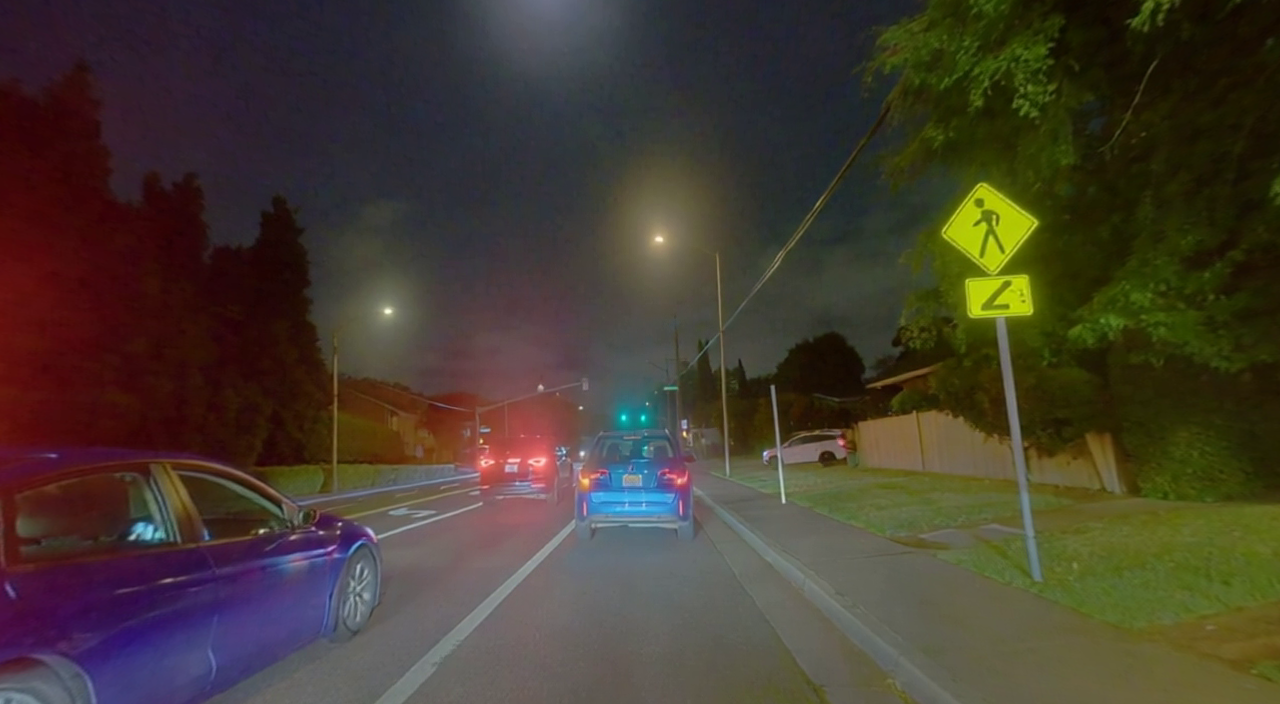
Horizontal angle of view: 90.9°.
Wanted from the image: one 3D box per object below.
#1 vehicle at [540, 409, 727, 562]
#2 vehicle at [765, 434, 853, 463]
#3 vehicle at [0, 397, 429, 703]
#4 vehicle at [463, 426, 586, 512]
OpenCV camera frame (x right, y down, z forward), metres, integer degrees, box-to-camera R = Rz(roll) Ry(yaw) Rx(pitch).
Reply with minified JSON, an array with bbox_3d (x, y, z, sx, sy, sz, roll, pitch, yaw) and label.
[{"bbox_3d":[-0.057,1.818,9.204,2.120,1.718,3.909,0,-9,1],"label":"vehicle"},{"bbox_3d":[9.424,5.421,35.395,4.456,1.504,1.914,-1,-9,4],"label":"vehicle"},{"bbox_3d":[-2.868,1.062,3.076,1.968,1.472,4.685,0,-9,1],"label":"vehicle"},{"bbox_3d":[-2.554,2.719,15.045,2.000,1.737,4.133,0,-9,2],"label":"vehicle"}]
